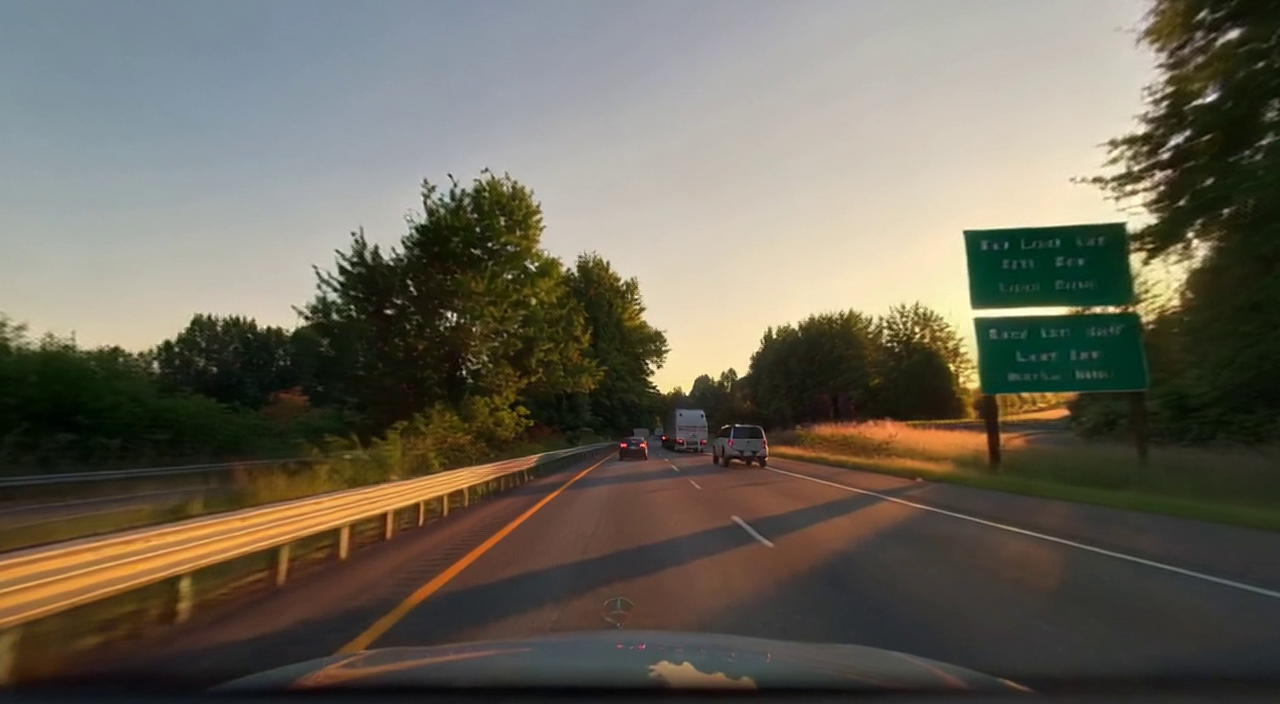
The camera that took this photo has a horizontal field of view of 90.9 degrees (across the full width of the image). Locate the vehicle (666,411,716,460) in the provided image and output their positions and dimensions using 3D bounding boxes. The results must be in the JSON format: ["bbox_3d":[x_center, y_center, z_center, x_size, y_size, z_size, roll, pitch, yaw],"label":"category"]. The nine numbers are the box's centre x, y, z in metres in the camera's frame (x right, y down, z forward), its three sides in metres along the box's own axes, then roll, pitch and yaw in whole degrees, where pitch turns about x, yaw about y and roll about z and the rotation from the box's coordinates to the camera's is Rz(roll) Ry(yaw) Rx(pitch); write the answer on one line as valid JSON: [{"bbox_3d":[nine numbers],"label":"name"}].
[{"bbox_3d":[3.351,5.709,43.105,2.728,3.053,7.708,0,-8,0],"label":"vehicle"}]

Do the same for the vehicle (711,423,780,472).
[{"bbox_3d":[4.329,3.992,26.627,2.073,1.905,4.023,0,-8,-2],"label":"vehicle"}]

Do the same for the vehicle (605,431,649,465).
[{"bbox_3d":[-0.680,5.098,33.845,2.206,1.681,4.111,0,-8,-1],"label":"vehicle"}]
